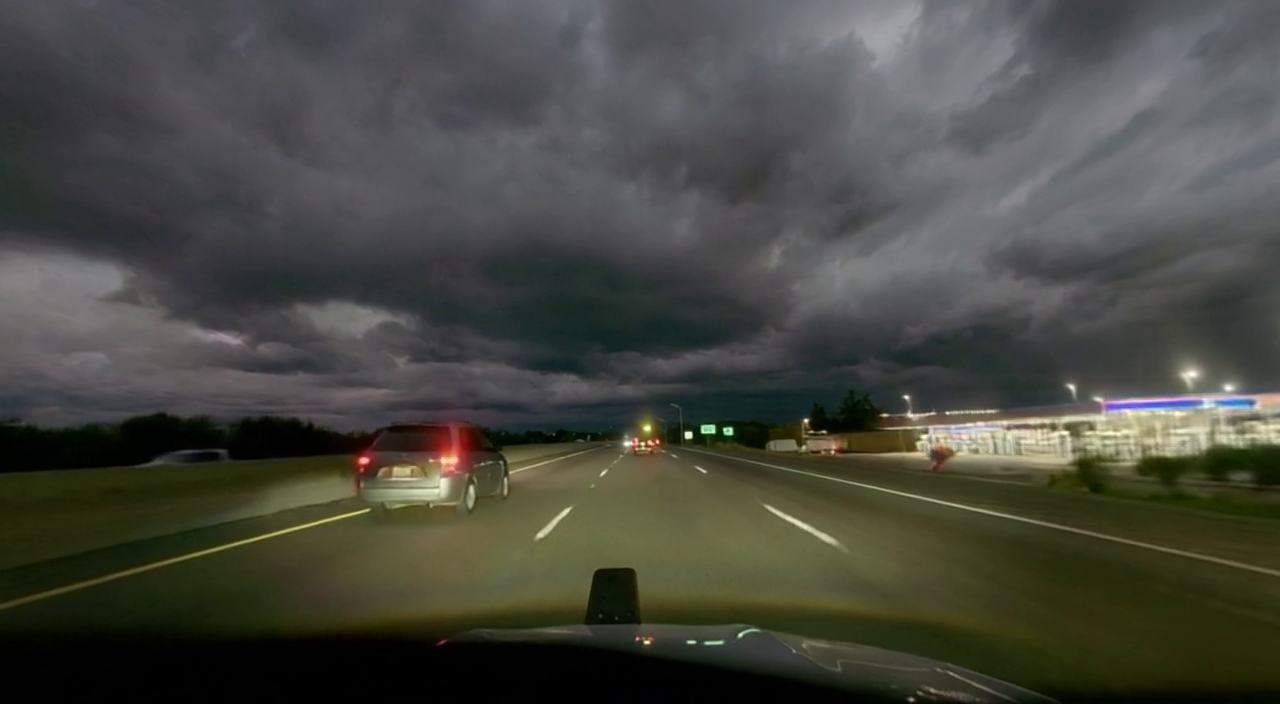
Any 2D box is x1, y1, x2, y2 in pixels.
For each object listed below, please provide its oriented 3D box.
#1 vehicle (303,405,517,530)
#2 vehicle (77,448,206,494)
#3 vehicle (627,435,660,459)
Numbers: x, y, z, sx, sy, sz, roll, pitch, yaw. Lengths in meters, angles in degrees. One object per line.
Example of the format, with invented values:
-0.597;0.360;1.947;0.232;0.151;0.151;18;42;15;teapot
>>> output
-3.660;1.907;11.090;2.061;1.732;4.457;0;-8;0;vehicle
-19.561;4.631;24.972;1.768;1.587;4.096;0;-7;-1;vehicle
0.194;6.538;43.780;2.151;1.550;4.694;0;-8;-1;vehicle
